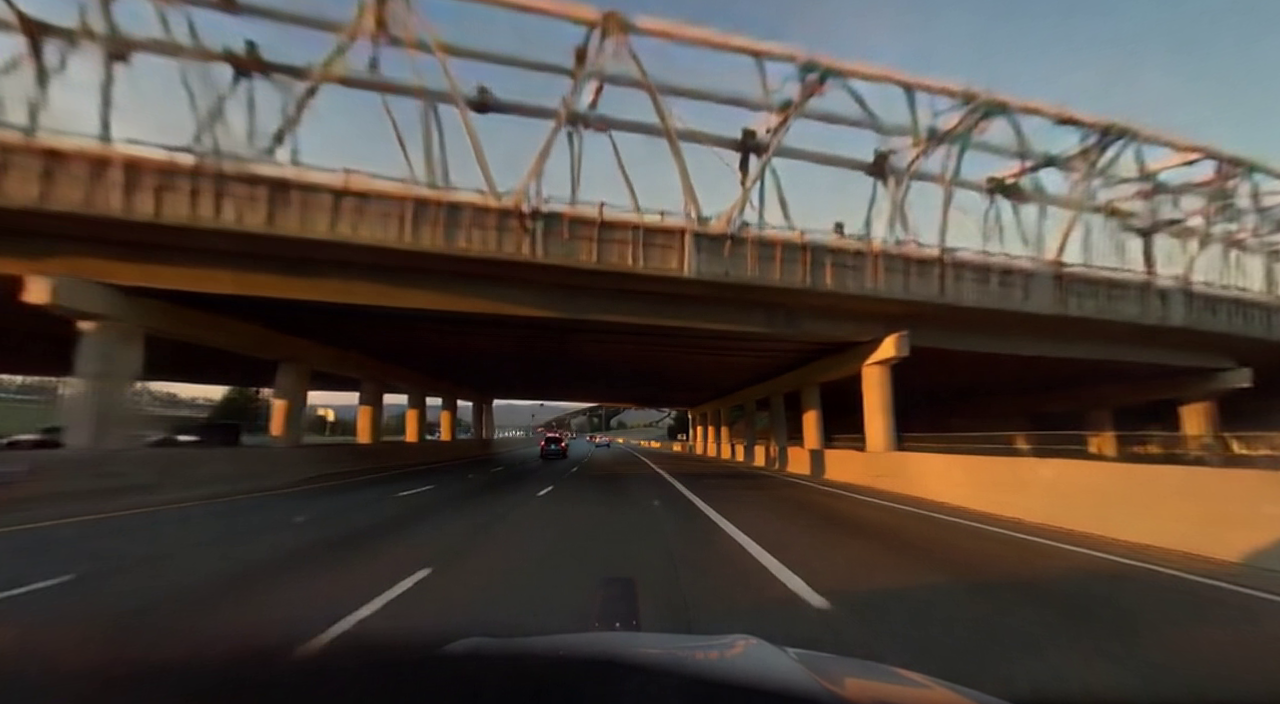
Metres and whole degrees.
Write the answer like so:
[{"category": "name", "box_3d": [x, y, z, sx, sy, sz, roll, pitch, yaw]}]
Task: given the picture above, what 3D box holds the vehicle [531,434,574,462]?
[{"category": "vehicle", "box_3d": [-5.419, 6.000, 39.558, 2.123, 1.601, 4.887, 0, -8, -1]}]
